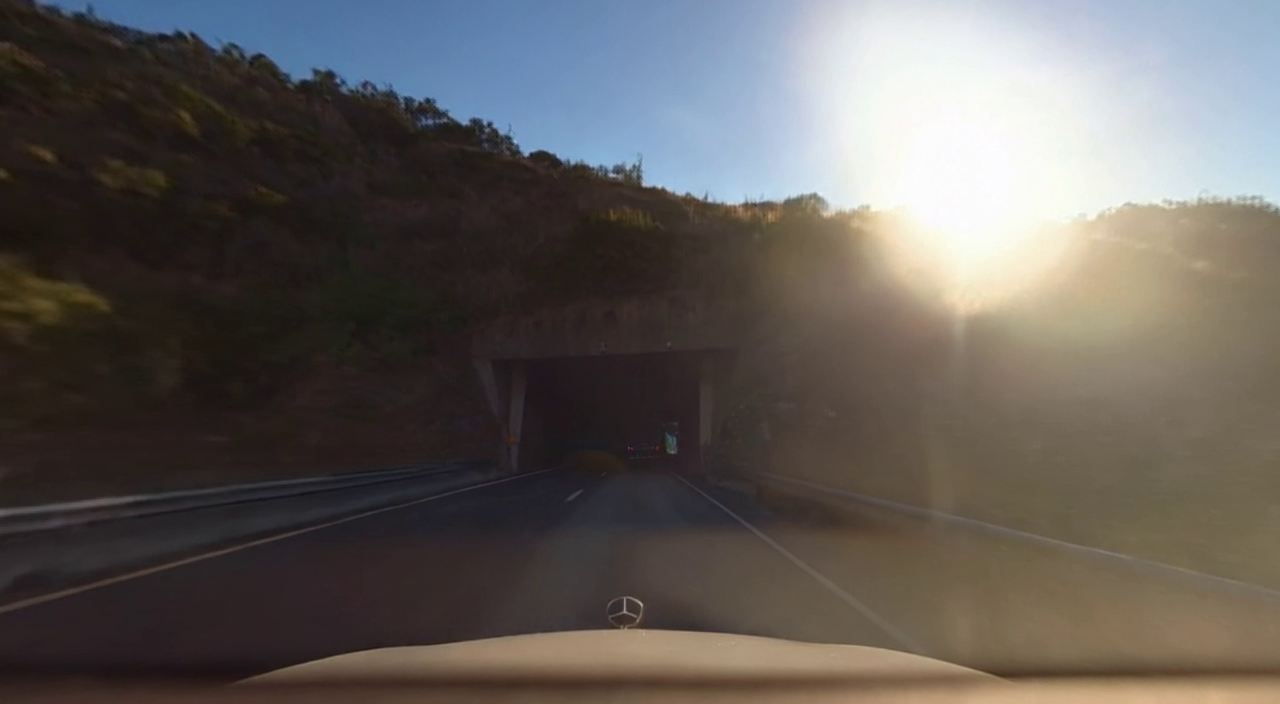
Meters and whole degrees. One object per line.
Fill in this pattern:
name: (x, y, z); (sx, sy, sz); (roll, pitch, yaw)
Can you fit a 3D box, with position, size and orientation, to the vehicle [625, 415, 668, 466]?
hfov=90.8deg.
vehicle: (0.612, 7.035, 49.535); (2.915, 3.468, 11.233); (-1, -9, 2)
